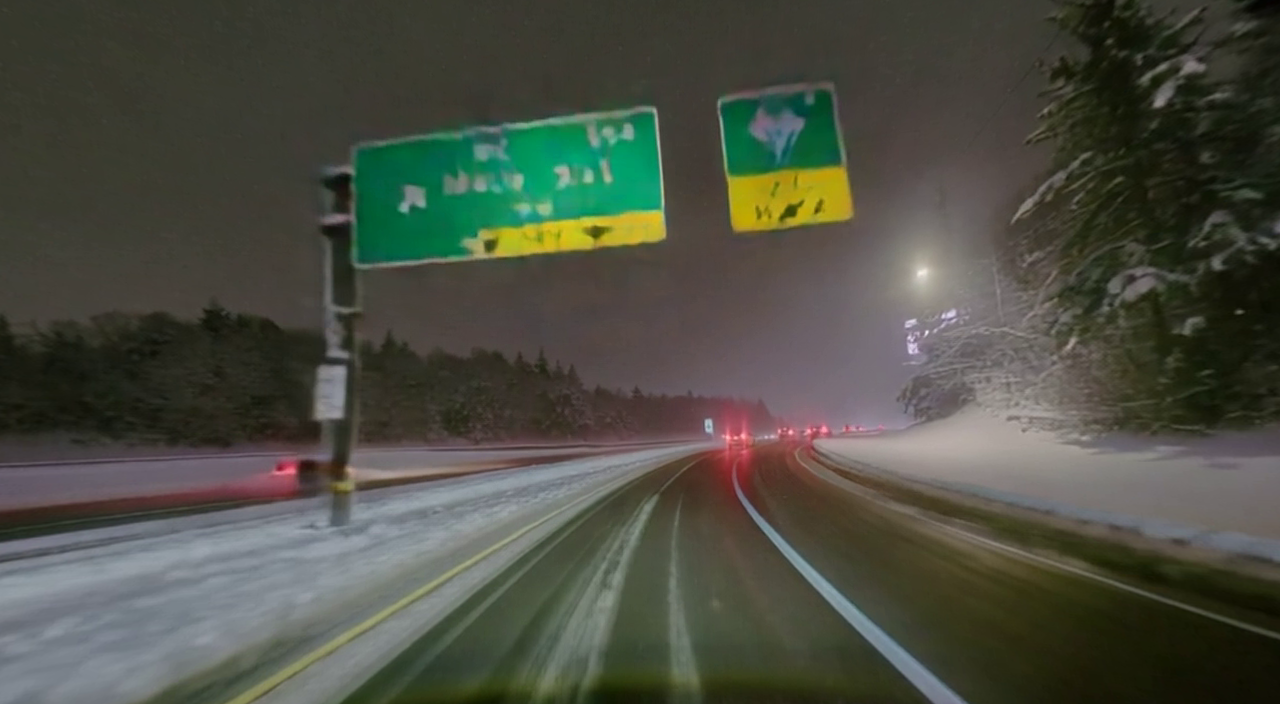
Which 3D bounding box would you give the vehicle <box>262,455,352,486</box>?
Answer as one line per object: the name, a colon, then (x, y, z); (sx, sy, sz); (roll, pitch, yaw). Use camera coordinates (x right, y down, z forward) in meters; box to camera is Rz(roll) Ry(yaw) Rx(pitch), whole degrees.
vehicle: (-20.709, 7.321, 39.226); (2.145, 1.717, 4.448); (-5, -10, 29)
